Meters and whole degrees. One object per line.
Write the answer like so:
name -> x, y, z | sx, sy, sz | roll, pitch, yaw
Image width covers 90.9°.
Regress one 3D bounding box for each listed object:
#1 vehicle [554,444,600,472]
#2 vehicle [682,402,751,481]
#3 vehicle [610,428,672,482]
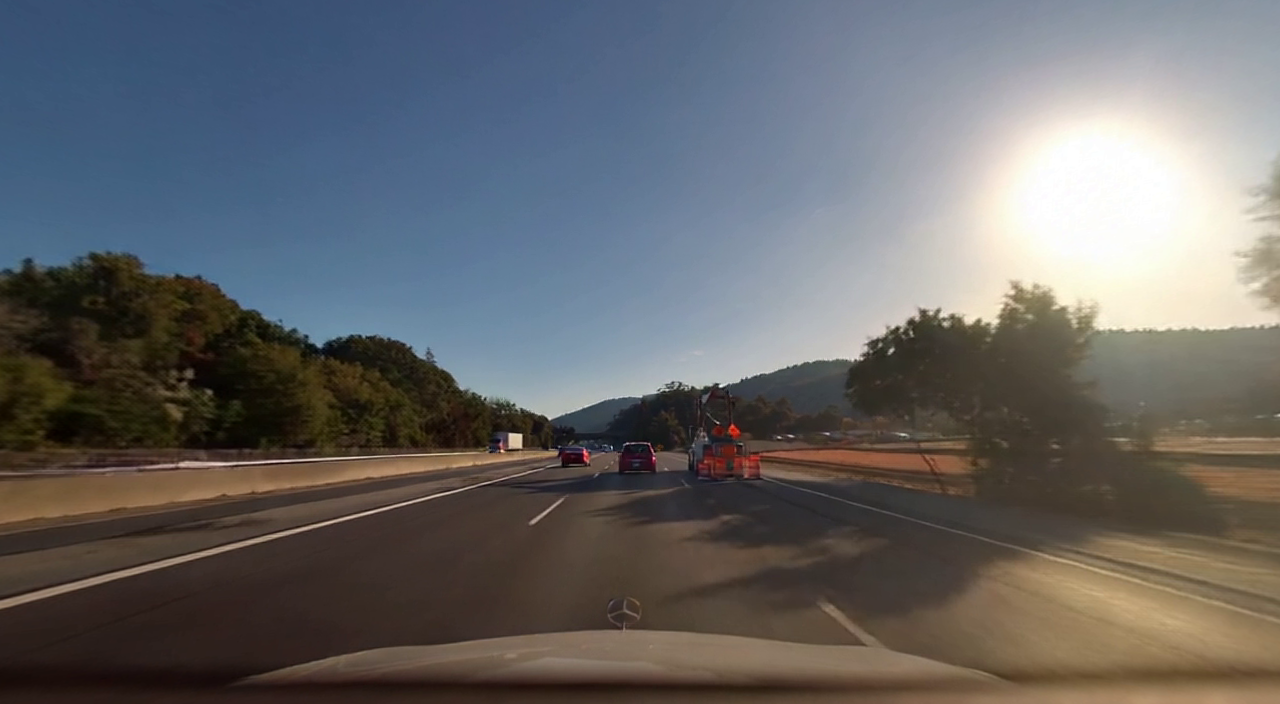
vehicle -> -3.478, 5.974, 35.716 | 2.096, 1.469, 4.319 | 0, -8, 1
vehicle -> 4.047, 5.089, 35.611 | 2.793, 3.828, 9.580 | 0, -8, 1
vehicle -> 0.063, 4.204, 25.921 | 2.308, 1.993, 4.631 | 0, -8, 1
